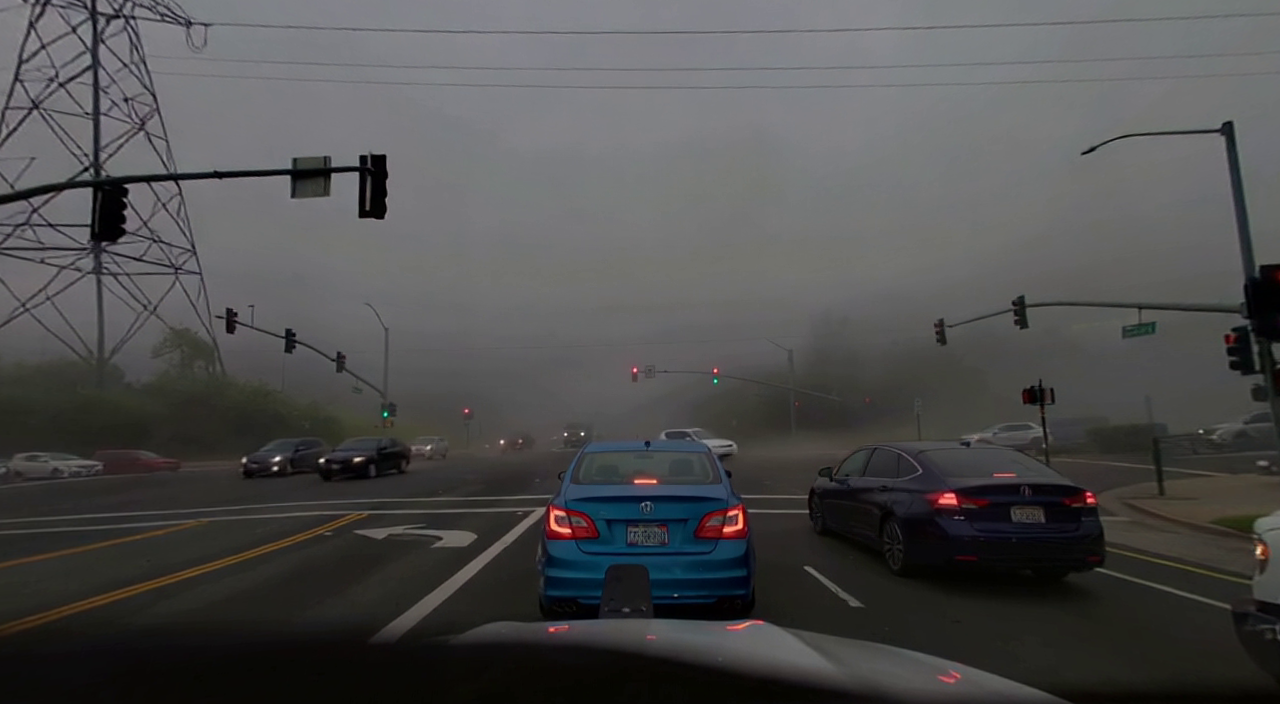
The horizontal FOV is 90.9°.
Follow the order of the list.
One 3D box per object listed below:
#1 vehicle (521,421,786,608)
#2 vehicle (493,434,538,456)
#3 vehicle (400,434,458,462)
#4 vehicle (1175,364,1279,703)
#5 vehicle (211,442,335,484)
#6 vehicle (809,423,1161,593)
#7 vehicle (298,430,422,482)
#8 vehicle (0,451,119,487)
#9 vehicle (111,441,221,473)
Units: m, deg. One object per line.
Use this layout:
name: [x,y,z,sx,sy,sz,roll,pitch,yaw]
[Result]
vehicle: [0.096,1.601,7.133,2.117,1.474,4.036,0,-8,0]
vehicle: [-9.021,6.793,46.112,1.992,1.480,4.743,-1,-9,4]
vehicle: [-13.697,6.250,41.249,1.955,1.694,4.625,-1,-8,3]
vehicle: [3.398,0.593,0.634,1.926,1.614,4.330,0,-8,1]
vehicle: [-14.053,4.262,24.509,1.982,1.469,4.583,0,-8,1]
vehicle: [3.636,1.688,7.729,1.835,1.473,4.190,0,-8,-2]
vehicle: [-10.291,3.865,23.729,2.239,1.719,4.948,-1,-8,2]
vehicle: [-25.952,5.118,27.740,4.263,1.464,1.895,0,-8,-1]
vehicle: [-26.059,5.773,34.782,4.417,1.637,1.956,0,-8,-2]
